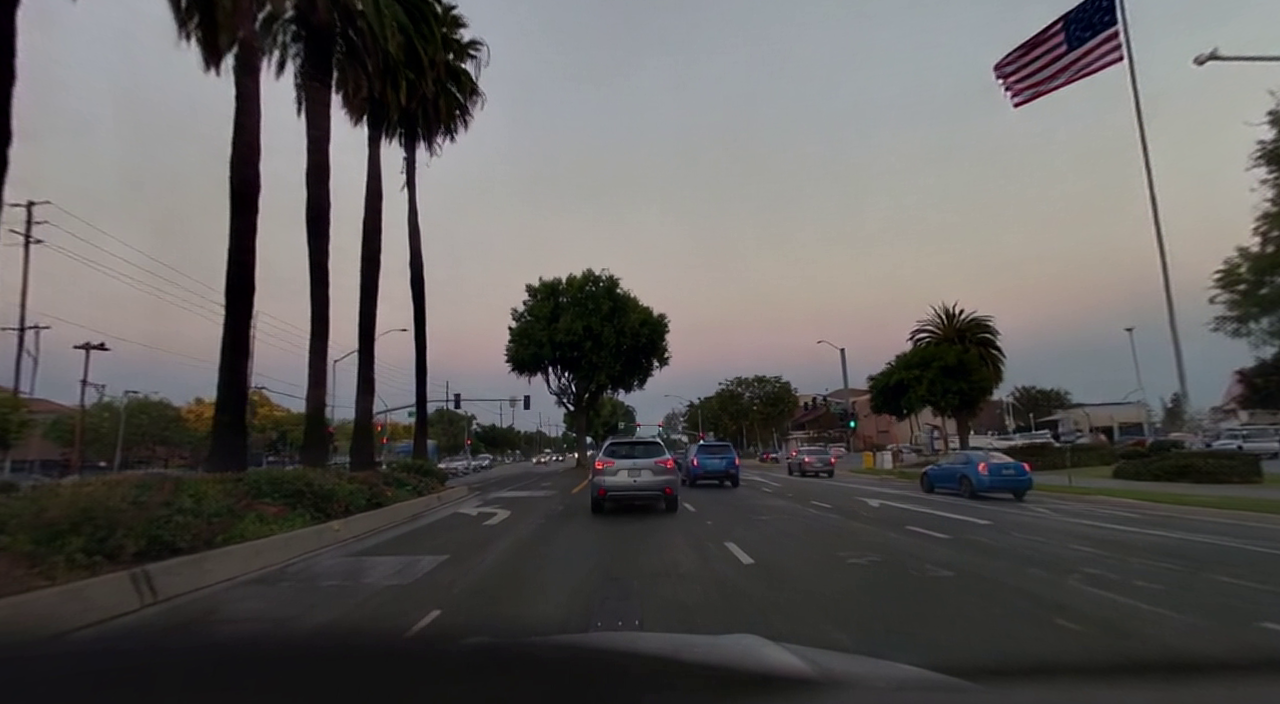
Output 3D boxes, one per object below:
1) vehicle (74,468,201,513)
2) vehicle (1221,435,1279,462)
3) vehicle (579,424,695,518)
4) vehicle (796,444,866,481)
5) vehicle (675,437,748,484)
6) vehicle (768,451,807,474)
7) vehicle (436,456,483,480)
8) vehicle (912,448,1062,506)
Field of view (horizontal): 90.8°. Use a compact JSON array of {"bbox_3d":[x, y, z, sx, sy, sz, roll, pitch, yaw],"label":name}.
[{"bbox_3d":[-21.784,5.988,27.682,1.873,1.484,4.571,-4,-9,0],"label":"vehicle"},{"bbox_3d":[36.349,5.550,36.258,1.839,1.455,4.395,0,-9,2],"label":"vehicle"},{"bbox_3d":[-0.099,2.826,15.475,2.402,1.938,4.535,0,-9,-1],"label":"vehicle"},{"bbox_3d":[9.952,5.795,33.346,2.155,1.779,4.582,0,-9,-2],"label":"vehicle"},{"bbox_3d":[3.303,5.236,30.872,2.773,2.021,6.212,0,-9,-1],"label":"vehicle"},{"bbox_3d":[10.288,7.725,44.322,1.855,1.495,4.143,0,-9,1],"label":"vehicle"},{"bbox_3d":[-12.227,7.857,43.153,1.965,1.475,4.209,0,-9,0],"label":"vehicle"},{"bbox_3d":[9.973,3.597,18.650,1.967,1.485,4.267,0,-9,0],"label":"vehicle"}]
